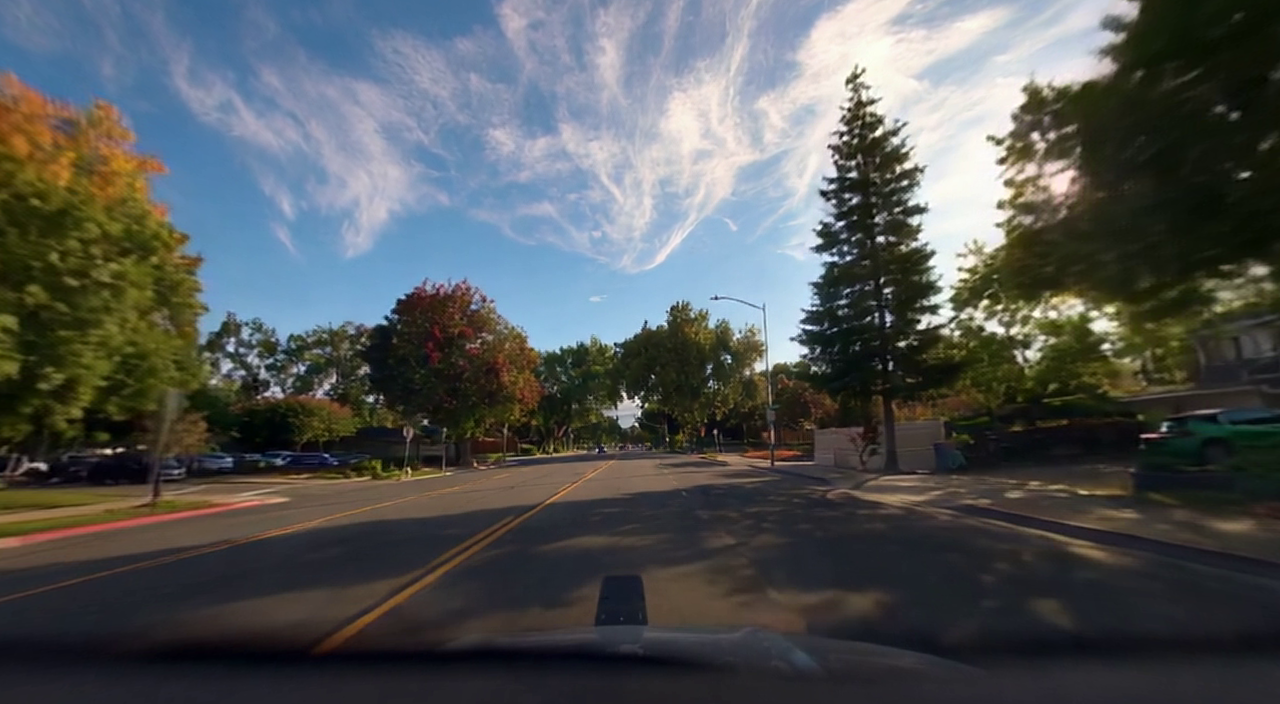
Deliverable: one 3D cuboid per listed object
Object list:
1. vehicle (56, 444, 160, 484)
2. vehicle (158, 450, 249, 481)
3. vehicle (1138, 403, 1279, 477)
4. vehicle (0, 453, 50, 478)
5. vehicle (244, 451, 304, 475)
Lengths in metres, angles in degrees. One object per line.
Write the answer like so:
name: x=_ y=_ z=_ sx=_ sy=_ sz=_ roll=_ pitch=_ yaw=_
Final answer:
vehicle: x=-28.971 y=6.032 z=34.363 sx=5.502 sy=1.936 sz=2.147 roll=-4 pitch=-8 yaw=26
vehicle: x=-23.449 y=6.055 z=33.943 sx=4.584 sy=1.562 sz=2.091 roll=-5 pitch=-10 yaw=29
vehicle: x=21.223 y=3.033 z=21.817 sx=6.048 sy=2.416 sz=2.158 roll=0 pitch=-9 yaw=0
vehicle: x=-40.854 y=7.241 z=40.355 sx=4.030 sy=1.467 sz=1.994 roll=4 pitch=-9 yaw=-25
vehicle: x=-28.298 y=8.530 z=48.808 sx=4.425 sy=1.570 sz=1.959 roll=-3 pitch=-8 yaw=30
